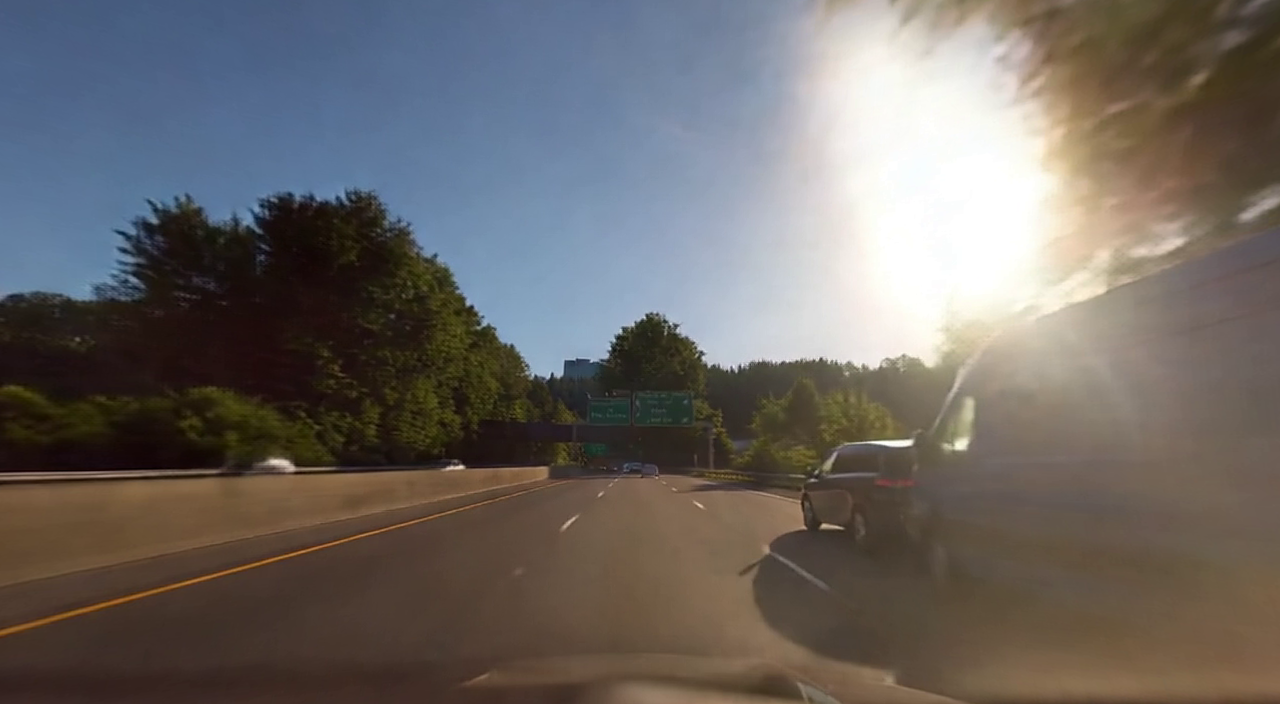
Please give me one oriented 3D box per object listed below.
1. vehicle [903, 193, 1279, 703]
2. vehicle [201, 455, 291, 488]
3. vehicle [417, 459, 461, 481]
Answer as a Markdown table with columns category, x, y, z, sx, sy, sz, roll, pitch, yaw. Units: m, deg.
| category | x | y | z | sx | sy | sz | roll | pitch | yaw |
| --- | --- | --- | --- | --- | --- | --- | --- | --- | --- |
| vehicle | 4.511 | 0.780 | 3.998 | 2.737 | 2.711 | 6.687 | 1 | -11 | 0 |
| vehicle | -19.243 | 5.875 | 30.981 | 1.756 | 1.446 | 4.027 | 1 | -11 | 0 |
| vehicle | -14.915 | 8.783 | 46.982 | 1.915 | 1.493 | 3.984 | 1 | -11 | 0 |
